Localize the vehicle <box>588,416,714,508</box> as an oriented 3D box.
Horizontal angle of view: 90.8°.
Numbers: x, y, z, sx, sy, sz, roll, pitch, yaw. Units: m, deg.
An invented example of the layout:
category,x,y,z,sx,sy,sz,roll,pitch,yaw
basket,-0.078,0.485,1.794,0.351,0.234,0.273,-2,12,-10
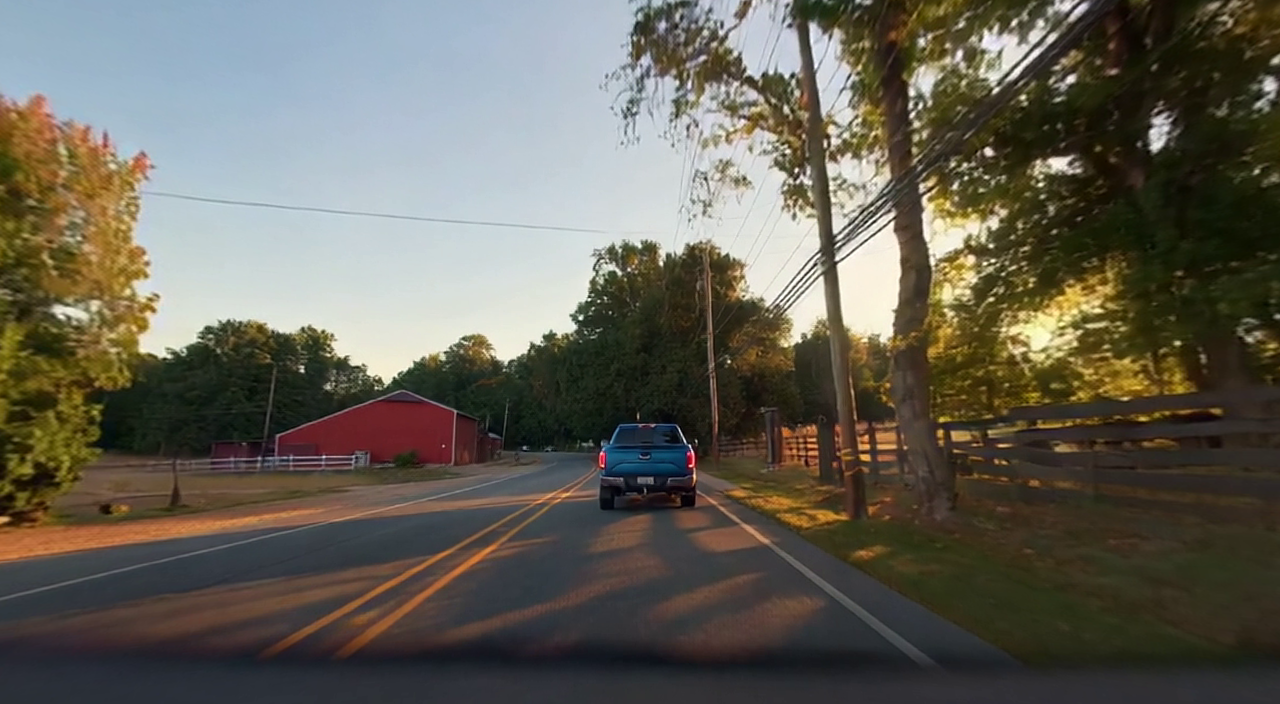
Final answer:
category,x,y,z,sx,sy,sz,roll,pitch,yaw
vehicle,0.146,2.817,16.712,2.693,1.941,6.356,0,-8,-2
